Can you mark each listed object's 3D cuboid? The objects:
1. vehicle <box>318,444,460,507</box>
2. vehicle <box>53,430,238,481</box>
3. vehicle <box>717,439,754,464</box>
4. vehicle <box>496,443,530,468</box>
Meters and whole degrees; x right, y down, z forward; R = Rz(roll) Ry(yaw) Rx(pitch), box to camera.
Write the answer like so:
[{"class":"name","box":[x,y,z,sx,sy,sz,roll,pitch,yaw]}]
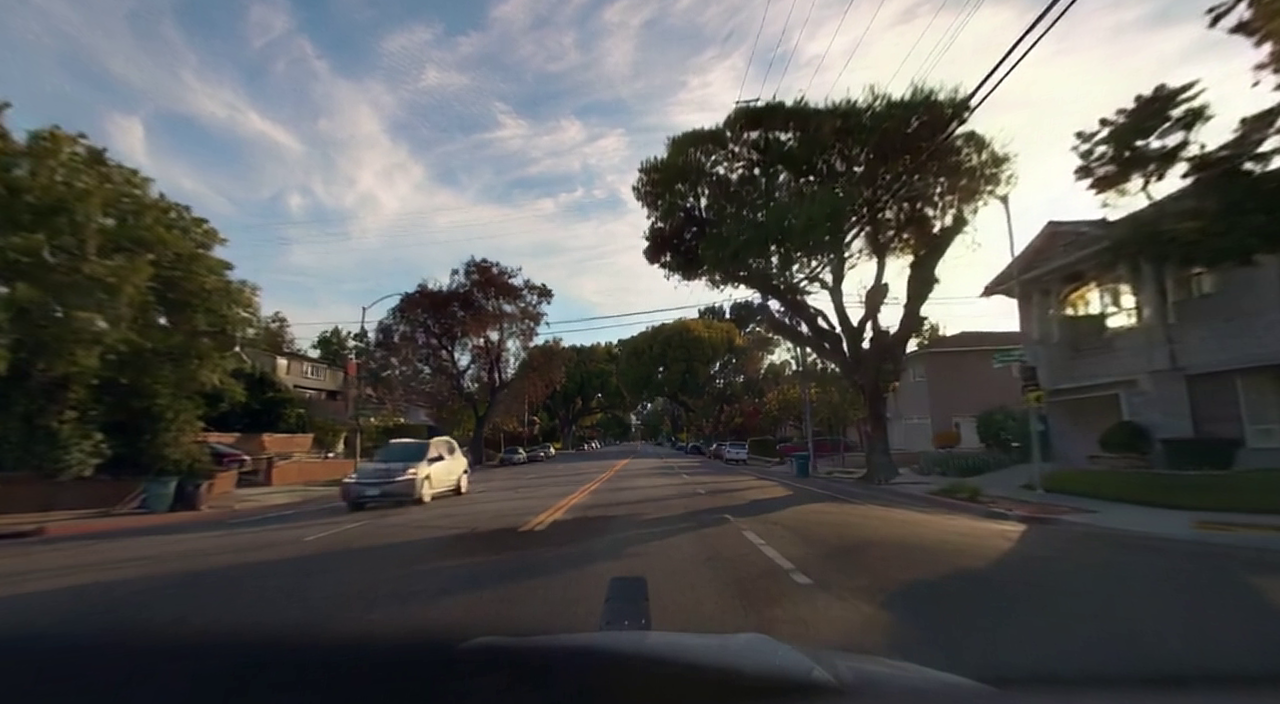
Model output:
[{"class":"vehicle","box":[-6.793,3.344,17.681,2.017,1.510,4.556,0,-8,1]},{"class":"vehicle","box":[-17.984,3.782,23.112,5.004,1.755,2.038,0,-8,0]},{"class":"vehicle","box":[7.335,7.668,48.957,2.128,1.823,4.834,0,-8,0]},{"class":"vehicle","box":[-9.848,8.019,49.083,1.974,1.696,4.336,-2,-7,-3]}]
